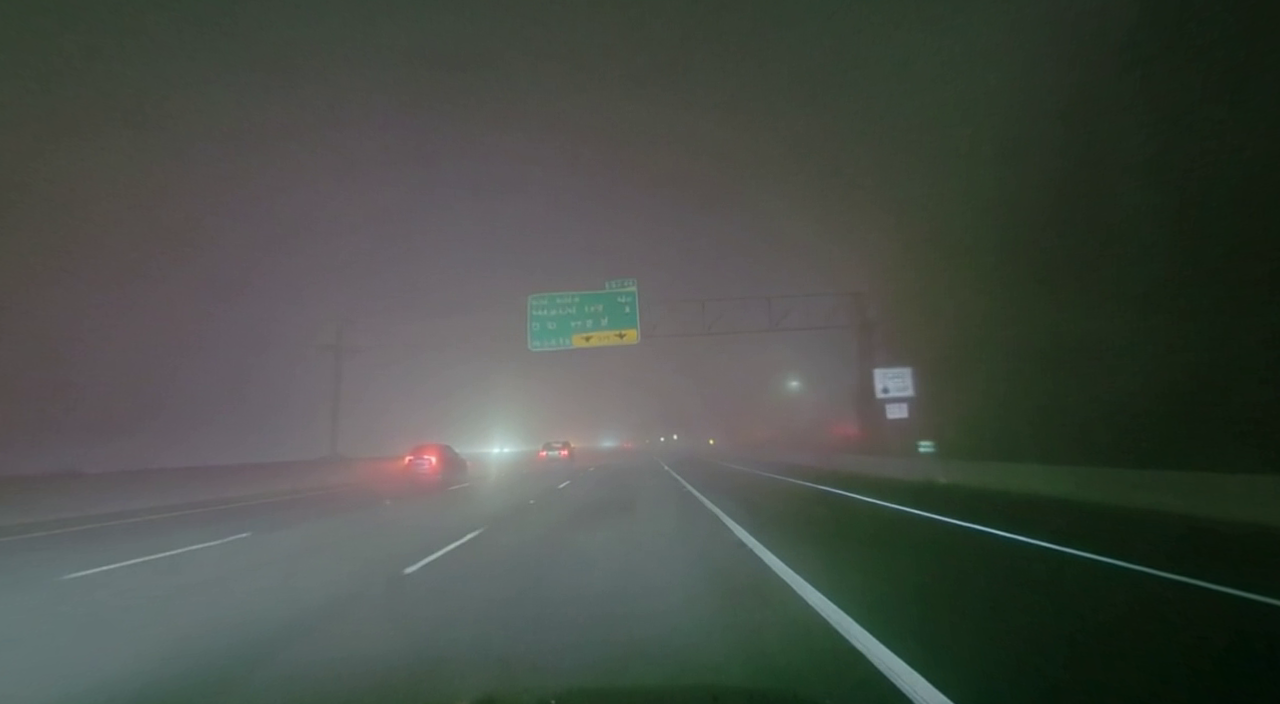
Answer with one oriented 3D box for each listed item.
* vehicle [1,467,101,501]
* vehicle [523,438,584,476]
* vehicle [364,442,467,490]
[{"bbox_3d":[-31.519,7.041,33.826,1.715,1.540,3.744,0,-8,-1],"label":"vehicle"},{"bbox_3d":[-4.079,5.017,30.558,2.200,1.662,5.091,-1,-8,0],"label":"vehicle"},{"bbox_3d":[-7.889,4.004,22.647,1.924,1.519,4.791,-1,-8,0],"label":"vehicle"}]
